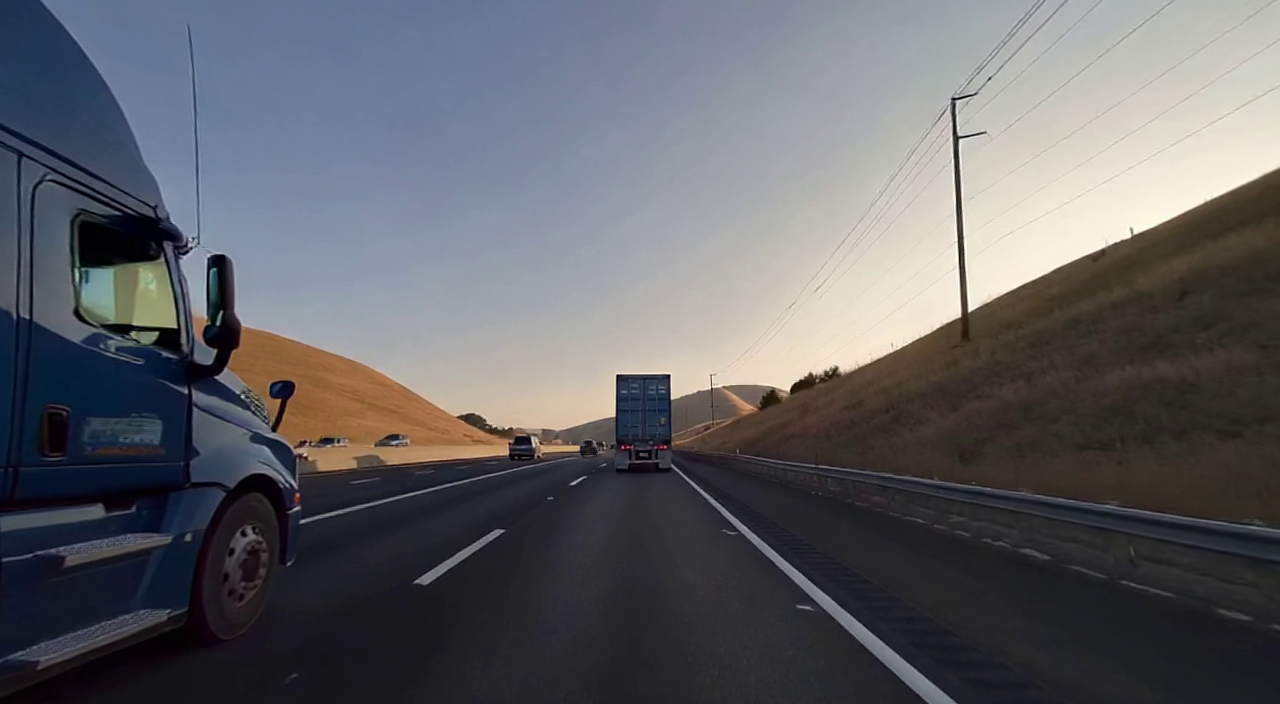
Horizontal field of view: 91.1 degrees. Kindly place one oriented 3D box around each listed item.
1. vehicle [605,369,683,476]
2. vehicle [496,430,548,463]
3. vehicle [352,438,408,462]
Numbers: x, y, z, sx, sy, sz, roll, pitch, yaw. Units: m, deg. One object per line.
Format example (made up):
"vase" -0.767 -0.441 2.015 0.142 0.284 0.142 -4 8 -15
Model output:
"vehicle" 0.101 3.558 30.121 3.006 4.120 11.586 0 -8 0
"vehicle" -7.205 5.852 38.823 2.214 1.899 4.719 0 -8 1
"vehicle" -17.420 6.576 42.286 1.957 1.492 4.092 0 -8 0
